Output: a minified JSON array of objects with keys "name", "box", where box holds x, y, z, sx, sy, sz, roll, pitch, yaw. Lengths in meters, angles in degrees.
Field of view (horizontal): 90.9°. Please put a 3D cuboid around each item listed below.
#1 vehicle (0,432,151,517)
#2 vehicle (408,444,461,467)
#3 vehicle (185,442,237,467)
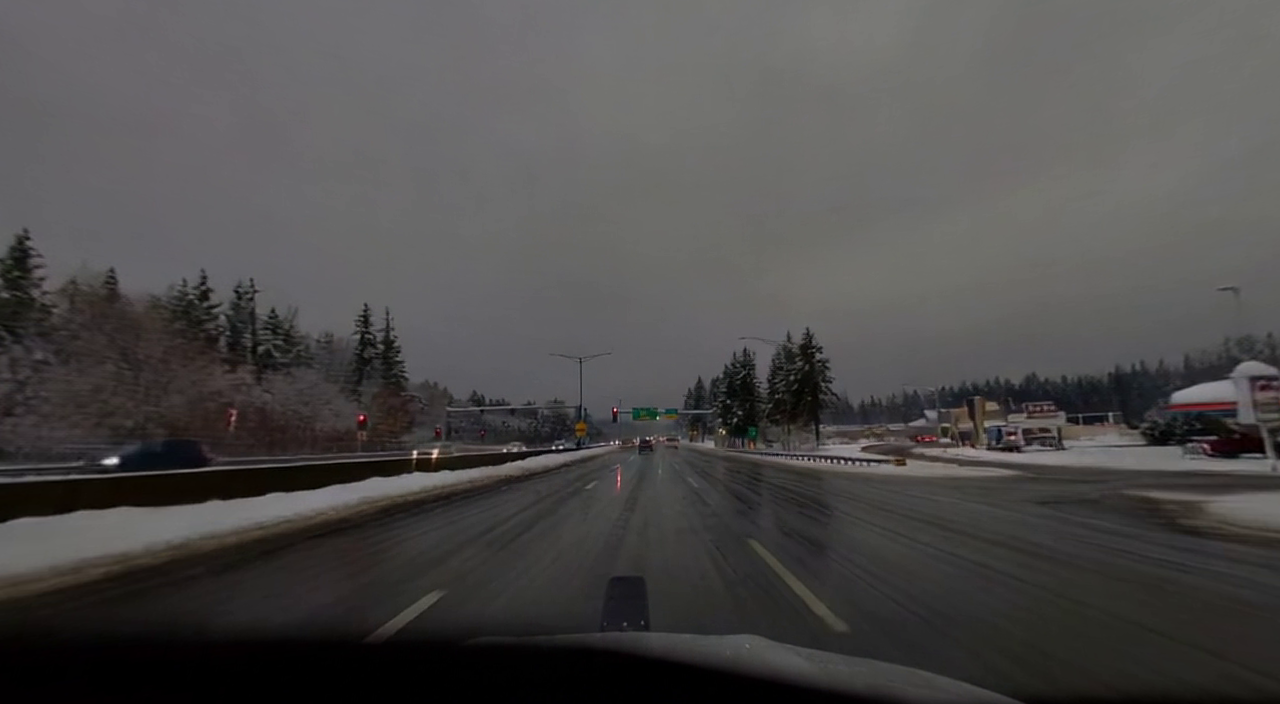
[{"name":"vehicle","box":[-13.743,2.650,14.003,2.078,1.684,4.505,0,-8,1]},{"name":"vehicle","box":[-13.837,6.960,42.773,1.951,1.470,4.673,0,-8,1]},{"name":"vehicle","box":[-26.503,6.336,38.996,1.523,1.449,2.219,-1,-9,5]}]
